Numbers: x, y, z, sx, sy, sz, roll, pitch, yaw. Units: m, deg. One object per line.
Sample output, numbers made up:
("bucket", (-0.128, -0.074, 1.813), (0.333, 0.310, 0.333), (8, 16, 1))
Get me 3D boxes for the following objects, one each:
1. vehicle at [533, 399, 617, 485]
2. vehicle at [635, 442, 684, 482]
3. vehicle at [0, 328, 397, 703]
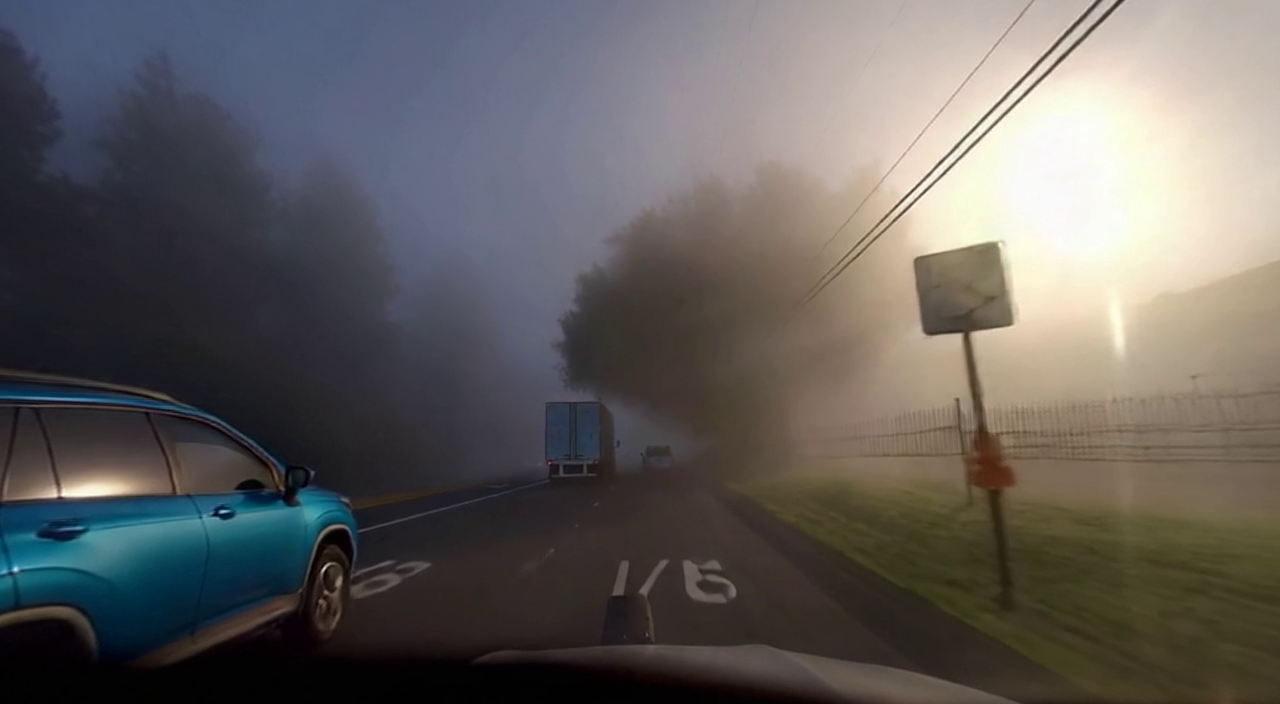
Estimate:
("vehicle", (-2.957, 4.566, 31.633), (2.928, 3.658, 8.980), (0, -9, 2))
("vehicle", (0.887, 5.196, 29.928), (2.174, 1.749, 4.113), (0, -9, 1))
("vehicle", (-3.243, 1.006, 3.225), (2.093, 1.832, 4.508), (0, -9, 1))
